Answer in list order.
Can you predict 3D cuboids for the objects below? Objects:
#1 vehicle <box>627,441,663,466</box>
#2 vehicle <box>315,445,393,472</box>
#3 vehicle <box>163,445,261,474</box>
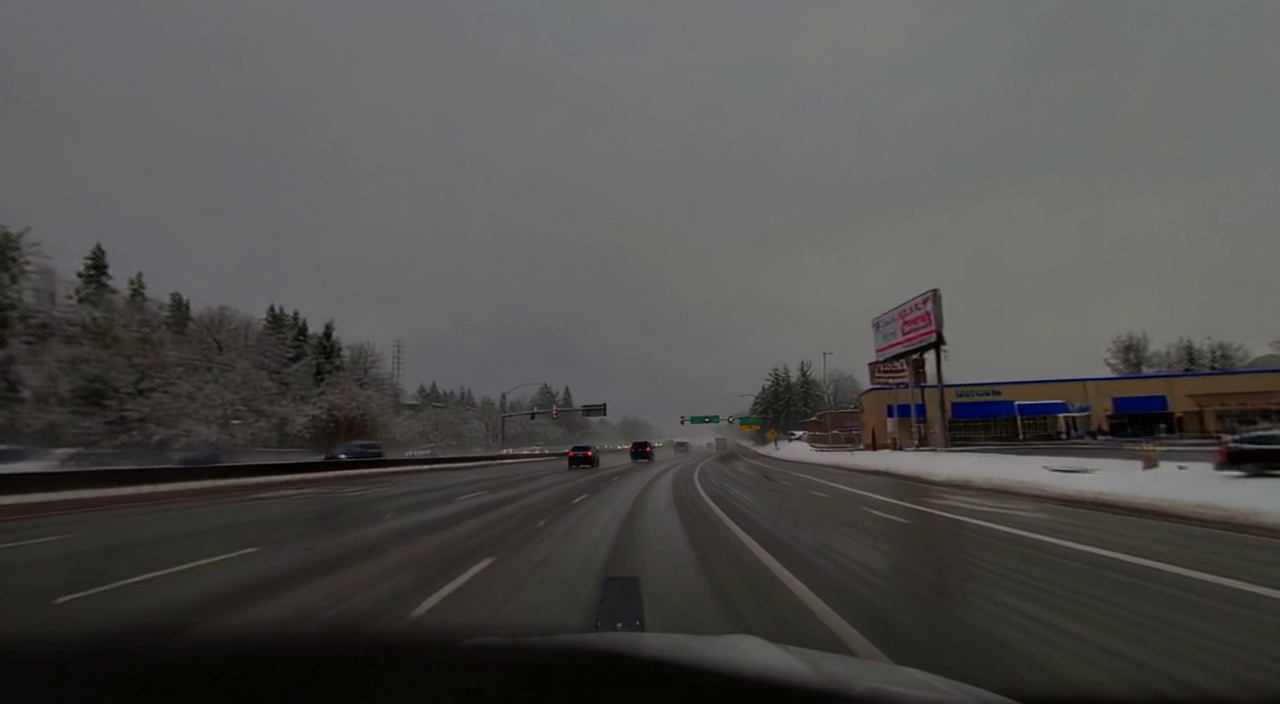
[{"bbox_3d":[0.424,7.543,47.235,2.139,1.782,4.079,-1,-9,7],"label":"vehicle"},{"bbox_3d":[-16.736,6.250,37.301,1.941,1.475,4.722,-1,-9,7],"label":"vehicle"},{"bbox_3d":[-23.398,5.889,34.803,1.935,1.459,4.524,-1,-9,5],"label":"vehicle"}]
